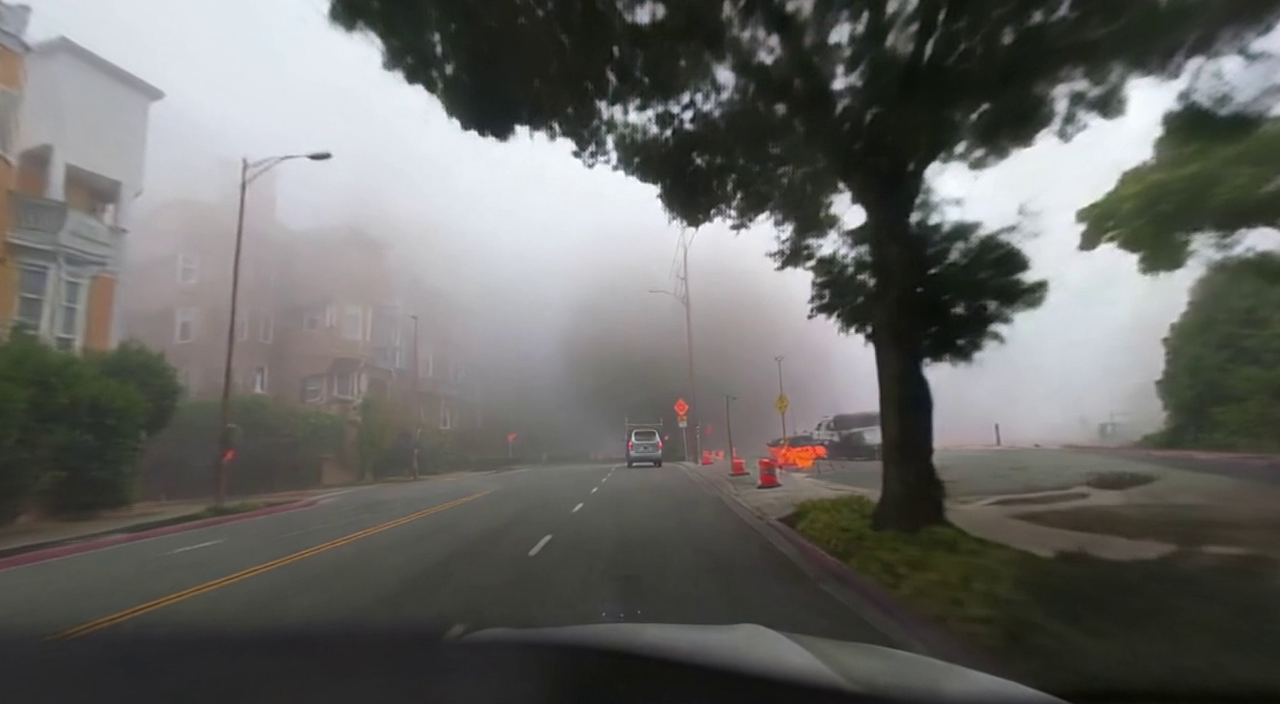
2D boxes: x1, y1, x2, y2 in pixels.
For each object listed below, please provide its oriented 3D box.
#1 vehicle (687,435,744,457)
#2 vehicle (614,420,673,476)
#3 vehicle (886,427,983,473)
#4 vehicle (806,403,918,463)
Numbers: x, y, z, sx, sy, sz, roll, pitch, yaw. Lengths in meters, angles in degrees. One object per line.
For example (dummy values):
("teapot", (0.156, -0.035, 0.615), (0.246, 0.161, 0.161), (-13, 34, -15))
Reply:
("vehicle", (5.692, 7.091, 47.537), (3.835, 1.584, 1.893), (4, -9, -27))
("vehicle", (0.023, 3.910, 25.702), (2.169, 2.015, 5.206), (0, -9, -2))
("vehicle", (10.695, 3.595, 23.156), (1.698, 1.548, 2.969), (2, -9, -12))
("vehicle", (9.590, 3.739, 28.166), (2.253, 2.306, 6.753), (-1, -10, -2))
